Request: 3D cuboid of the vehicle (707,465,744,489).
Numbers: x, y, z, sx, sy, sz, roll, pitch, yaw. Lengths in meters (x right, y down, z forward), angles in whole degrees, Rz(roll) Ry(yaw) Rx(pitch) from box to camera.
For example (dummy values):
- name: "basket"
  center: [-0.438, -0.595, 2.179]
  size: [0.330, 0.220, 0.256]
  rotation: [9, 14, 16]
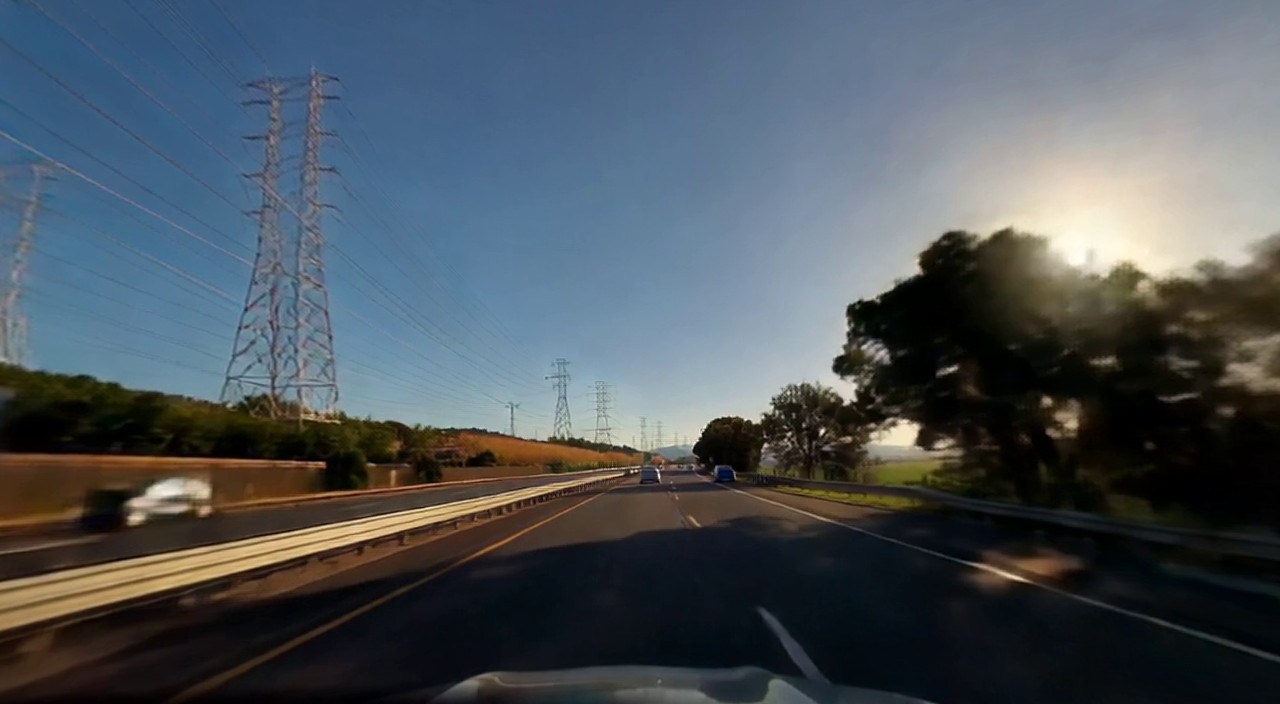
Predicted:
- name: "vehicle"
  center: [5.883, 8.639, 43.503]
  size: [1.985, 1.521, 3.904]
  rotation: [1, -10, -1]

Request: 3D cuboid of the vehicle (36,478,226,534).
- name: "vehicle"
  center: [-16.102, 4.855, 20.286]
  size: [1.872, 1.470, 4.603]
  rotation: [-1, -10, 8]

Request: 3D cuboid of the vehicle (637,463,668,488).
- name: "vehicle"
  center: [0.843, 8.783, 44.798]
  size: [2.038, 1.596, 4.246]
  rotation: [1, -10, 0]
